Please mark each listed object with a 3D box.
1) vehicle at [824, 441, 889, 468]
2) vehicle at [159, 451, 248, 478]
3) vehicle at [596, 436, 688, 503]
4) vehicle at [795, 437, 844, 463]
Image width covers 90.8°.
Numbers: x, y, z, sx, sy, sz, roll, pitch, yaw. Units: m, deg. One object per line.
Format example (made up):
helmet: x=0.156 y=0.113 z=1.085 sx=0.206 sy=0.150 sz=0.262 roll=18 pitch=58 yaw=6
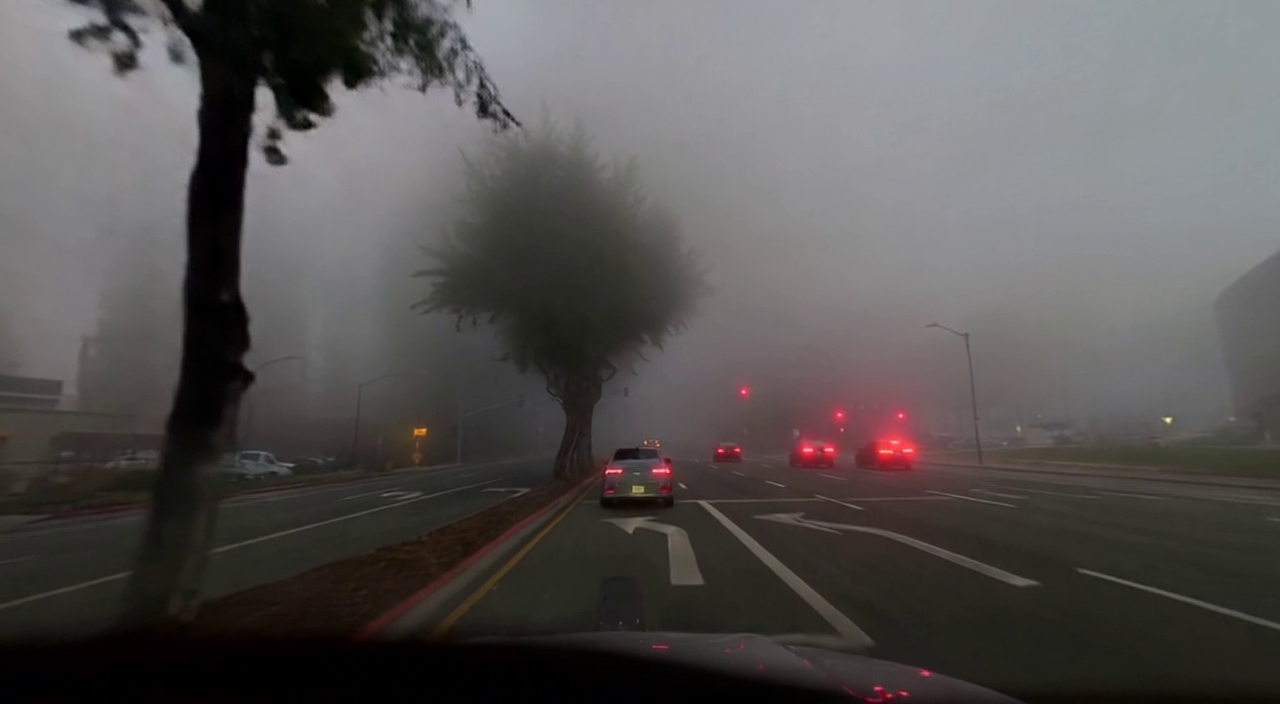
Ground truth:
vehicle: x=12.604 y=5.987 z=37.127 sx=2.059 sy=1.482 sz=4.568 roll=0 pitch=-9 yaw=-1
vehicle: x=-30.977 y=7.935 z=44.893 sx=4.758 sy=1.809 sz=2.114 roll=8 pitch=-12 yaw=-44
vehicle: x=0.008 y=2.947 z=16.229 sx=2.064 sy=1.477 sz=3.968 roll=0 pitch=-9 yaw=-1
vehicle: x=13.111 y=7.186 z=46.513 sx=1.981 sy=1.746 sz=5.375 roll=0 pitch=-9 yaw=-1
